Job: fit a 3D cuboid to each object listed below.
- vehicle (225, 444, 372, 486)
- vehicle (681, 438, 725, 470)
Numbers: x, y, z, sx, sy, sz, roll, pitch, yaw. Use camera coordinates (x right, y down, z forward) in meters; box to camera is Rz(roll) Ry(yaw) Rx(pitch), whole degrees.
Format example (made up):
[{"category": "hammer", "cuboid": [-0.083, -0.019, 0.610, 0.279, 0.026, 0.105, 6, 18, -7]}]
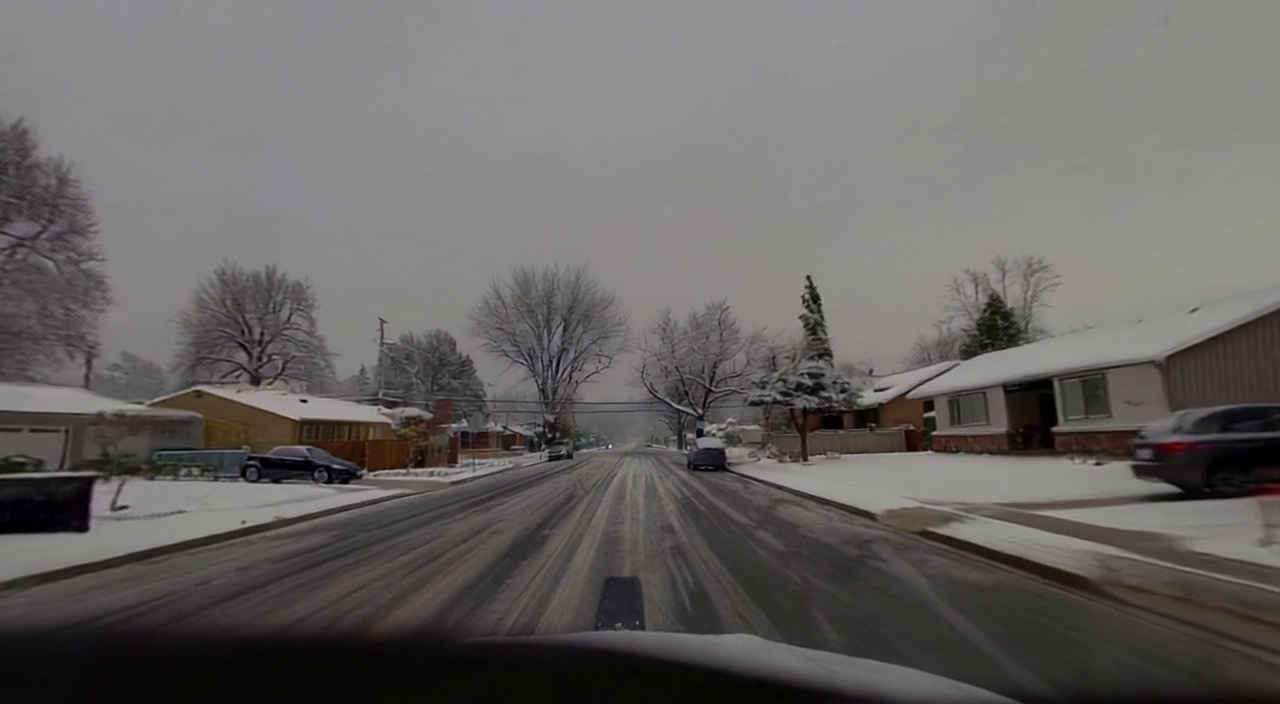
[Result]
[{"category": "vehicle", "cuboid": [-13.279, 4.407, 24.842, 4.572, 1.522, 1.999, 0, -9, -3]}, {"category": "vehicle", "cuboid": [3.249, 5.342, 33.178, 1.975, 1.528, 4.000, 0, -9, 1]}]
